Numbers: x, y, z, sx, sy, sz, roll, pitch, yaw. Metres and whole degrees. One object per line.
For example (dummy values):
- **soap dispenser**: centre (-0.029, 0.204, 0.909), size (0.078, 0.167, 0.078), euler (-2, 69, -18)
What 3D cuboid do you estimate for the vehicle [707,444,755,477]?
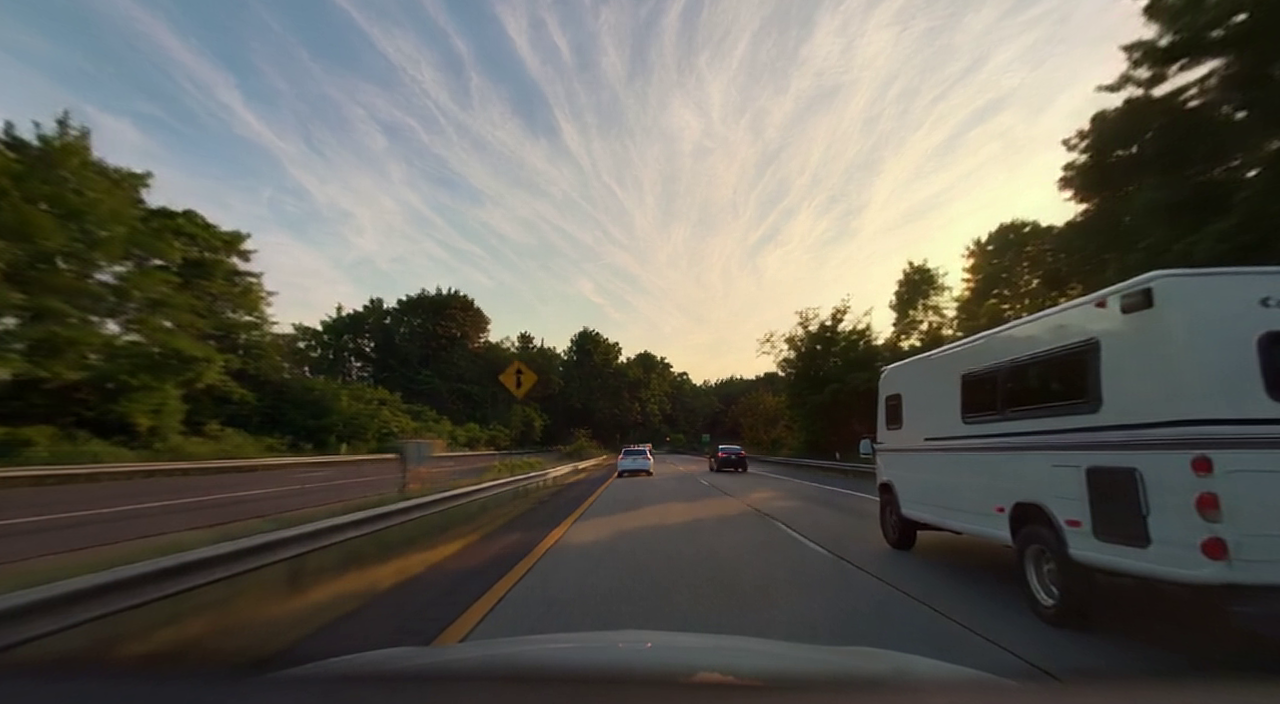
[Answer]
- **vehicle**: centre (4.277, 5.174, 30.105), size (1.757, 1.459, 3.398), euler (0, -9, -1)

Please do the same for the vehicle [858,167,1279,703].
- **vehicle**: centre (4.719, 0.894, 6.010), size (2.745, 2.832, 7.035), euler (1, -9, 0)

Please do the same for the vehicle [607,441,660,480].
- **vehicle**: centre (-0.259, 4.688, 27.399), size (2.120, 1.575, 4.018), euler (0, -9, 0)
